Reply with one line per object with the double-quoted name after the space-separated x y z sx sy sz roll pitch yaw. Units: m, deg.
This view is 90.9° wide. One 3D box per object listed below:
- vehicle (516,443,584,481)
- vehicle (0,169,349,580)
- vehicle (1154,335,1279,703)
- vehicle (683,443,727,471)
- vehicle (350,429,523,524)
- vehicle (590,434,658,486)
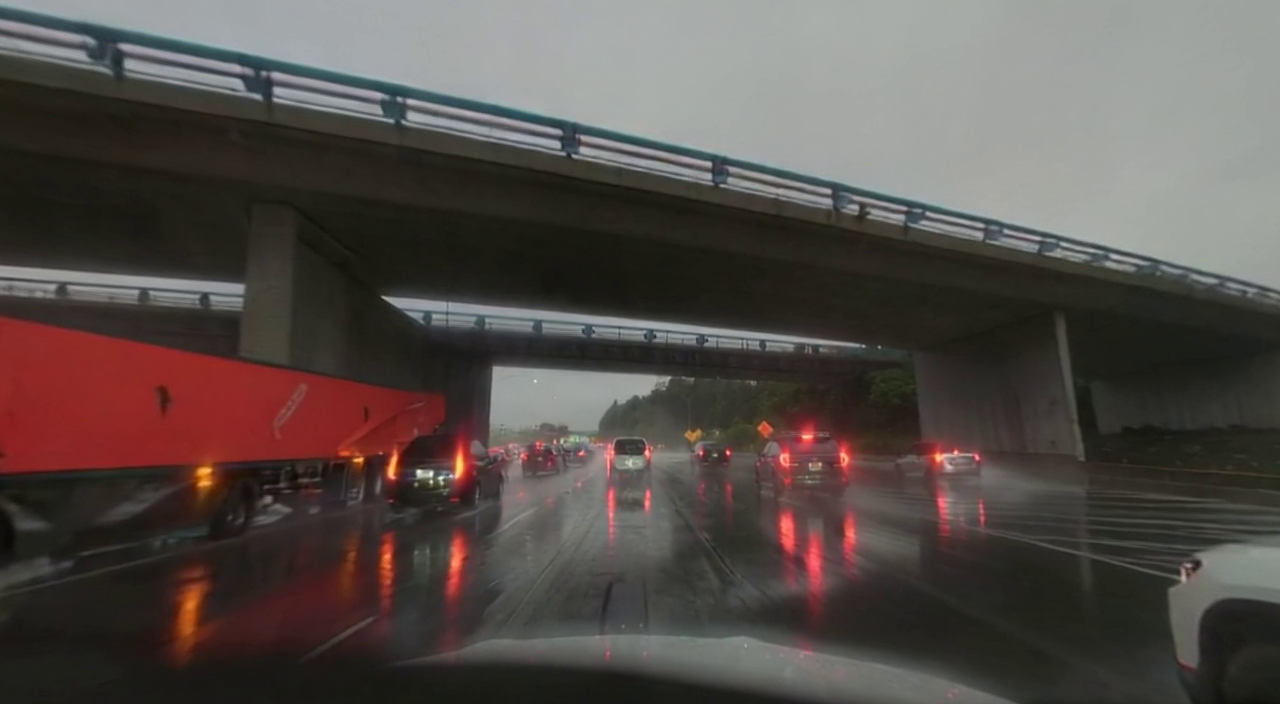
-3.718 4.633 26.935 2.141 1.455 4.447 0 -8 1 "vehicle"
-7.567 0.437 7.531 2.959 3.886 10.574 0 -8 1 "vehicle"
3.324 0.511 0.461 2.036 1.676 4.599 0 -8 1 "vehicle"
3.573 5.871 35.424 2.003 1.465 4.092 0 -8 -1 "vehicle"
-3.987 2.509 13.300 2.124 1.639 4.344 0 -8 1 "vehicle"
-0.532 3.878 22.982 2.270 1.696 4.061 0 -8 0 "vehicle"
